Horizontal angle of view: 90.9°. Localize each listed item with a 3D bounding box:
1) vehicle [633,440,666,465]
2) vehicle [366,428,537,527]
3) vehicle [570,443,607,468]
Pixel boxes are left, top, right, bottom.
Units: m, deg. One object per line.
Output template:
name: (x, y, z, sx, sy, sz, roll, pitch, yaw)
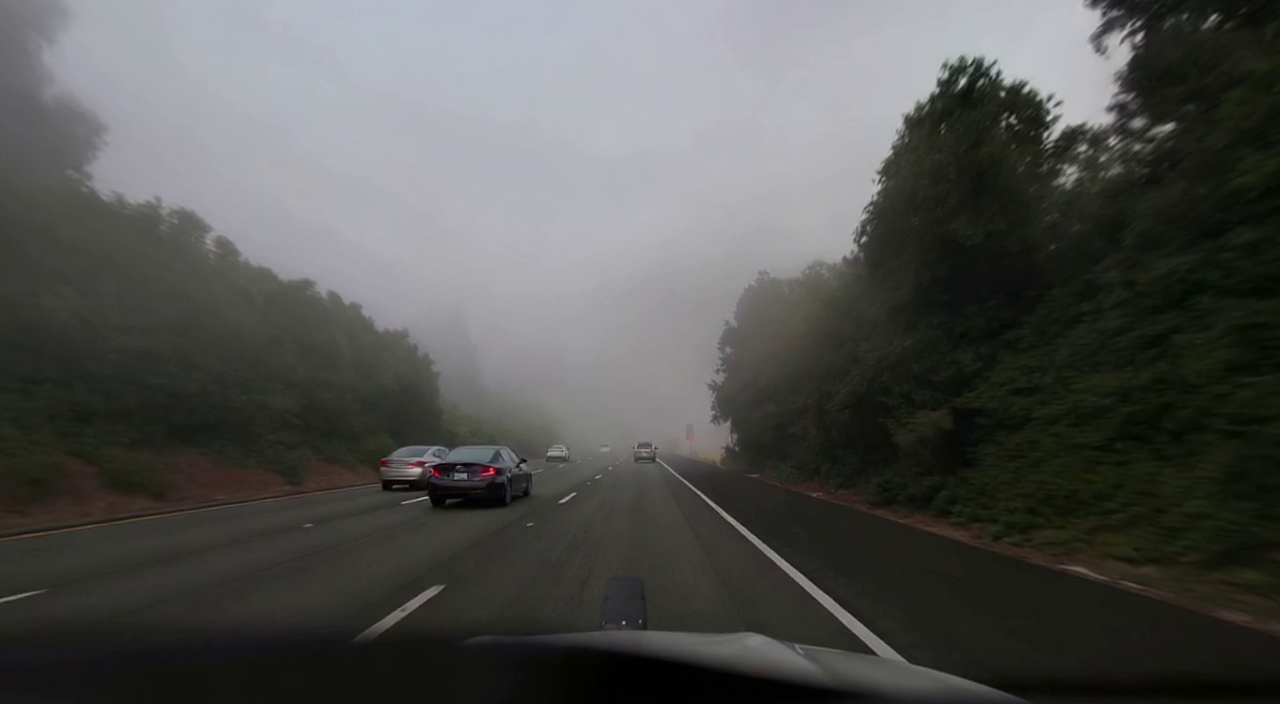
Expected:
vehicle: (0.632, 7.159, 45.089, 2.259, 1.697, 4.106, 0, -8, -1)
vehicle: (-3.511, 2.426, 12.811, 2.028, 1.634, 4.441, 0, -8, 1)
vehicle: (-3.321, 6.777, 41.428, 2.066, 1.497, 4.253, 0, -8, 0)
